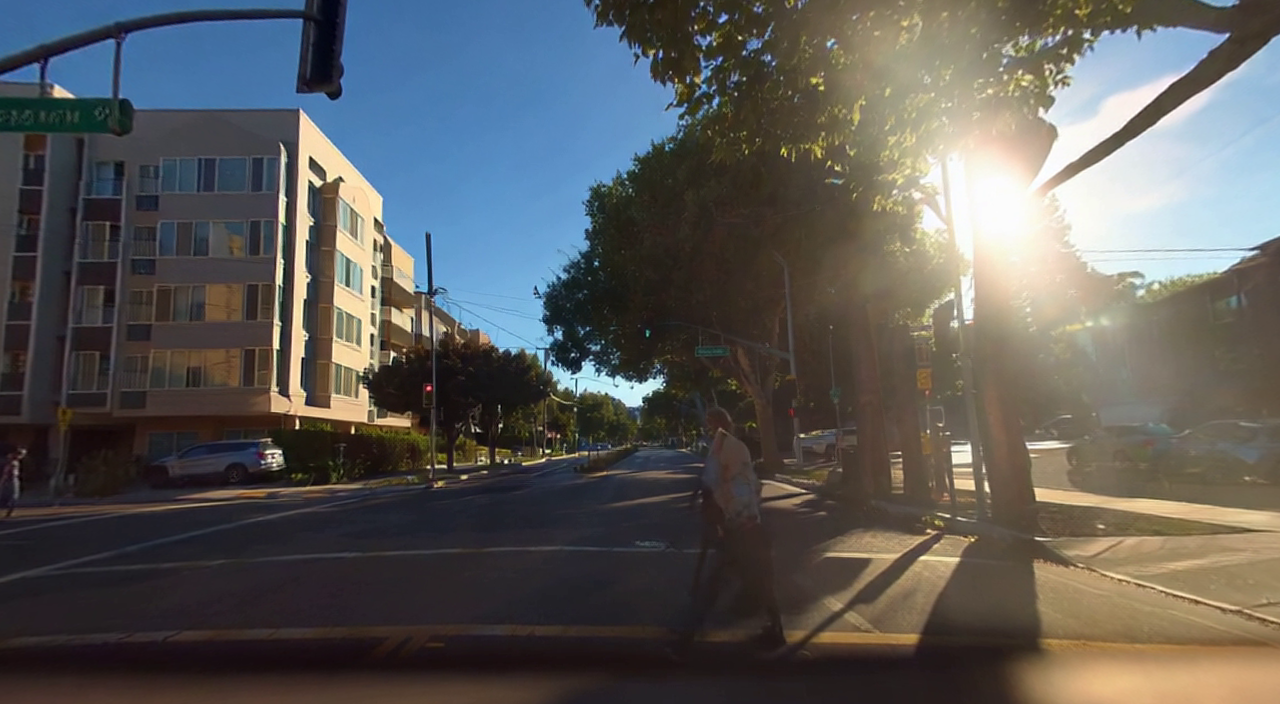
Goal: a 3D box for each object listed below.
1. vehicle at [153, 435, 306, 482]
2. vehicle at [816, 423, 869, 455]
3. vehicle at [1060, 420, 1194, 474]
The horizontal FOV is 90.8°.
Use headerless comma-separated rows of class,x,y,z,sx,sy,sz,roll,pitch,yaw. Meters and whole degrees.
vehicle,-18.964,4.921,29.445,5.468,1.854,2.283,-2,-8,-5
vehicle,11.535,4.996,36.206,1.950,1.714,4.245,-1,-9,5
vehicle,17.088,3.362,22.457,2.013,1.722,4.007,-2,-9,10
